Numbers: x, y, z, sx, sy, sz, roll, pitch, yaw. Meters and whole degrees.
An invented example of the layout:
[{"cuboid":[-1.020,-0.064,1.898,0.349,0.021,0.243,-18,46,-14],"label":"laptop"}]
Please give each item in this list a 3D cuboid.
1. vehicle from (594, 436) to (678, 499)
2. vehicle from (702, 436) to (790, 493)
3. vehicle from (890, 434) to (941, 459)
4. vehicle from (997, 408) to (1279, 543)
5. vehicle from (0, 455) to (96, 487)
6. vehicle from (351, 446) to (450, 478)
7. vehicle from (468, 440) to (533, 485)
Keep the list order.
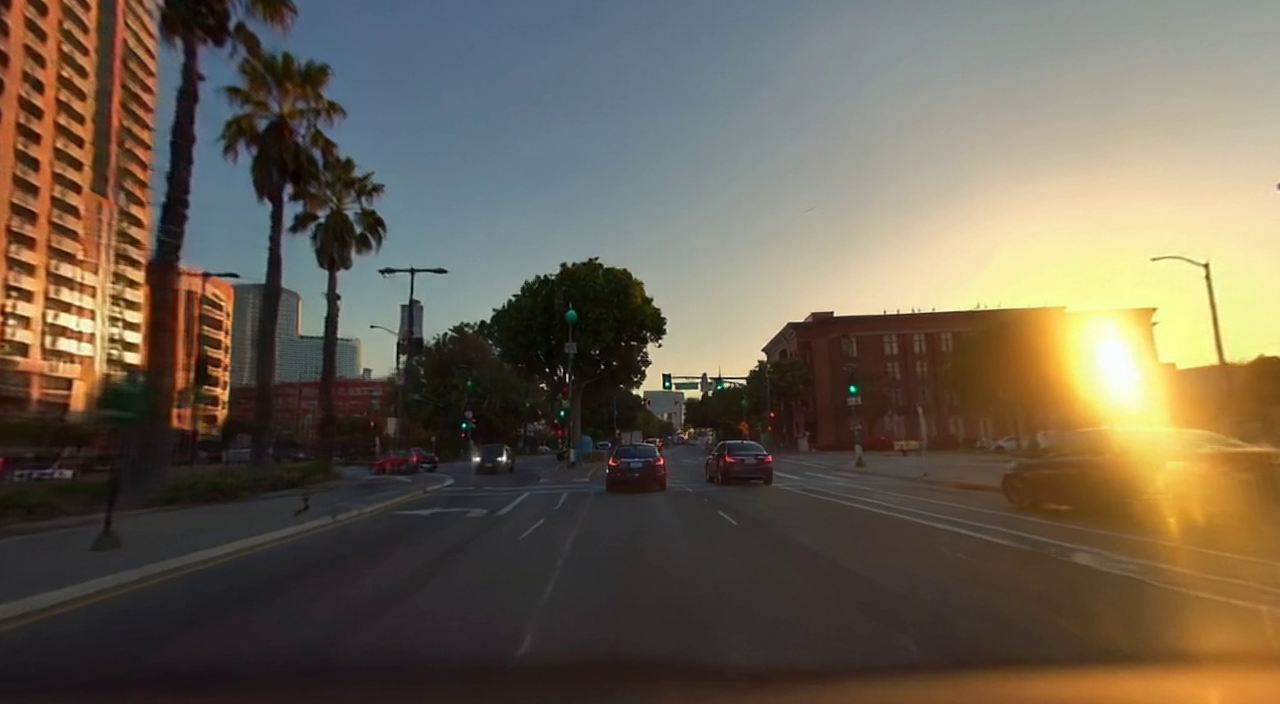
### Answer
[{"cuboid":[-0.144,3.091,17.274,2.048,1.503,3.681,0,-9,-2],"label":"vehicle"},{"cuboid":[3.028,3.287,18.809,1.909,1.500,3.524,0,-9,-2],"label":"vehicle"},{"cuboid":[19.785,6.836,45.579,1.959,1.674,4.706,-1,-9,5],"label":"vehicle"},{"cuboid":[8.155,1.891,10.276,2.000,1.685,4.487,0,-9,-1],"label":"vehicle"},{"cuboid":[-38.327,7.546,40.275,5.791,1.900,2.283,-2,-9,12],"label":"vehicle"},{"cuboid":[-12.162,5.580,32.126,4.641,1.502,1.882,-4,-9,23],"label":"vehicle"},{"cuboid":[-5.164,4.124,23.940,1.977,1.501,4.435,1,-9,-7],"label":"vehicle"}]
